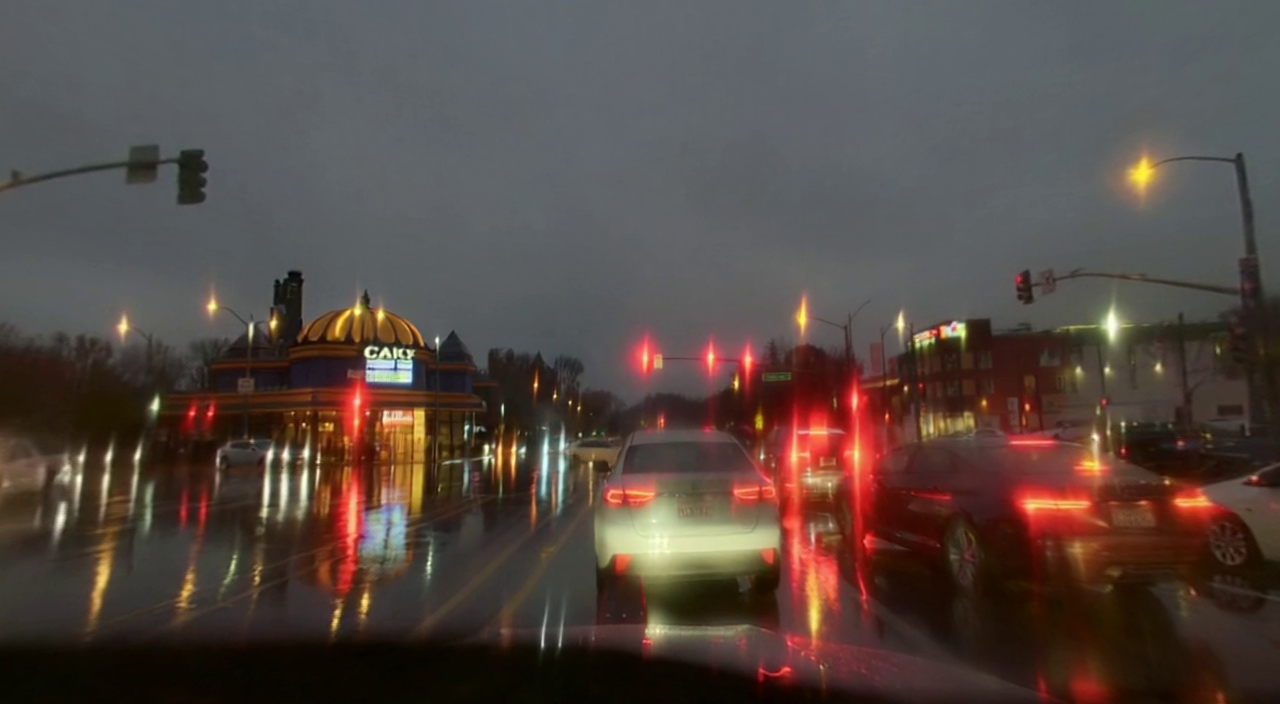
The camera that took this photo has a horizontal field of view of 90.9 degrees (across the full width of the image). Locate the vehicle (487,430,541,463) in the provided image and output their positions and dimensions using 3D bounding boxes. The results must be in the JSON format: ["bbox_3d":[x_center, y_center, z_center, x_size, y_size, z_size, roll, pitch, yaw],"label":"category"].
[{"bbox_3d":[-8.811,6.715,44.663,2.710,2.022,5.889,-2,-9,-1],"label":"vehicle"}]

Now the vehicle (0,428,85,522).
[{"bbox_3d":[-13.977,2.631,13.940,2.203,1.783,4.841,6,-10,-38],"label":"vehicle"}]

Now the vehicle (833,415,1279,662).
[{"bbox_3d":[3.522,1.460,6.122,1.883,1.480,4.489,0,-8,0],"label":"vehicle"}]

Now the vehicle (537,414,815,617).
[{"bbox_3d":[0.214,1.507,6.731,2.073,1.496,3.892,0,-8,-2],"label":"vehicle"}]

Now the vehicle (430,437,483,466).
[{"bbox_3d":[-12.117,6.584,41.907,2.122,1.829,4.559,0,-8,0],"label":"vehicle"}]
